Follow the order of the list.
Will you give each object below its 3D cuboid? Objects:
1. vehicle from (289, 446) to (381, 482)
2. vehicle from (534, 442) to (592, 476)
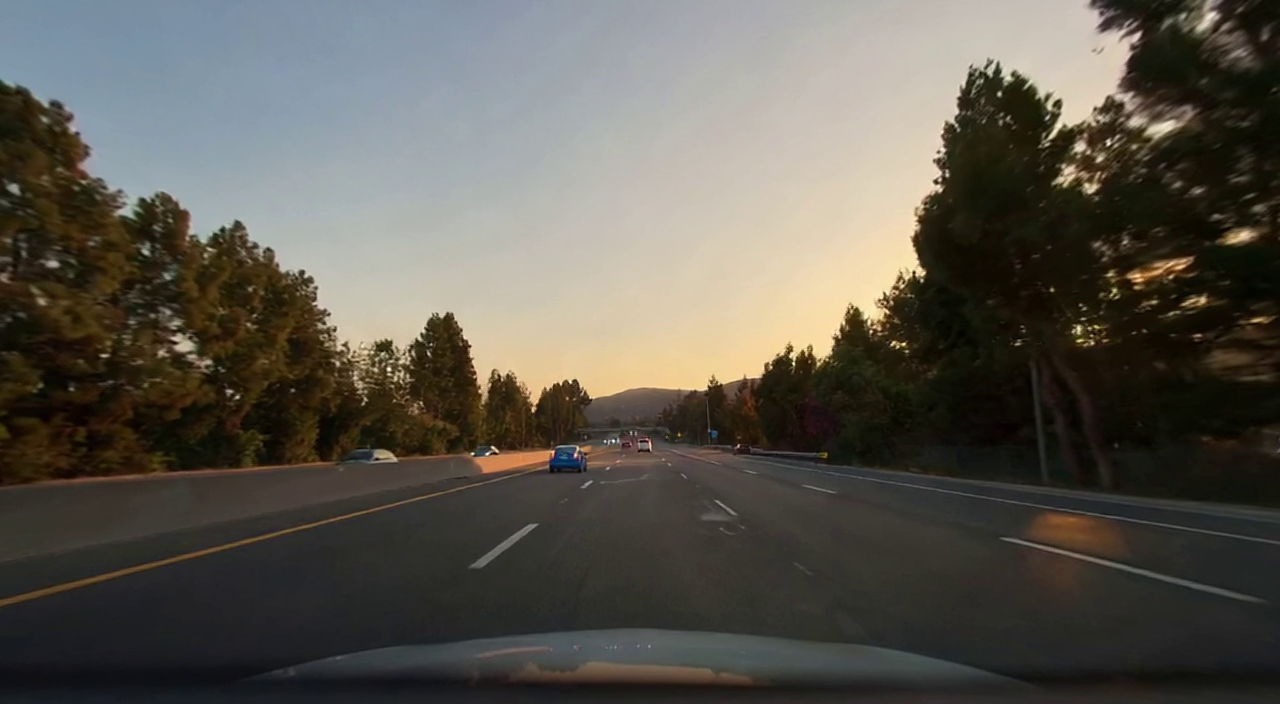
[{"bbox_3d":[-14.424,5.302,30.140,1.921,1.555,4.876,0,-9,1],"label":"vehicle"},{"bbox_3d":[-3.638,5.169,30.603,2.162,1.493,4.583,0,-9,1],"label":"vehicle"}]
